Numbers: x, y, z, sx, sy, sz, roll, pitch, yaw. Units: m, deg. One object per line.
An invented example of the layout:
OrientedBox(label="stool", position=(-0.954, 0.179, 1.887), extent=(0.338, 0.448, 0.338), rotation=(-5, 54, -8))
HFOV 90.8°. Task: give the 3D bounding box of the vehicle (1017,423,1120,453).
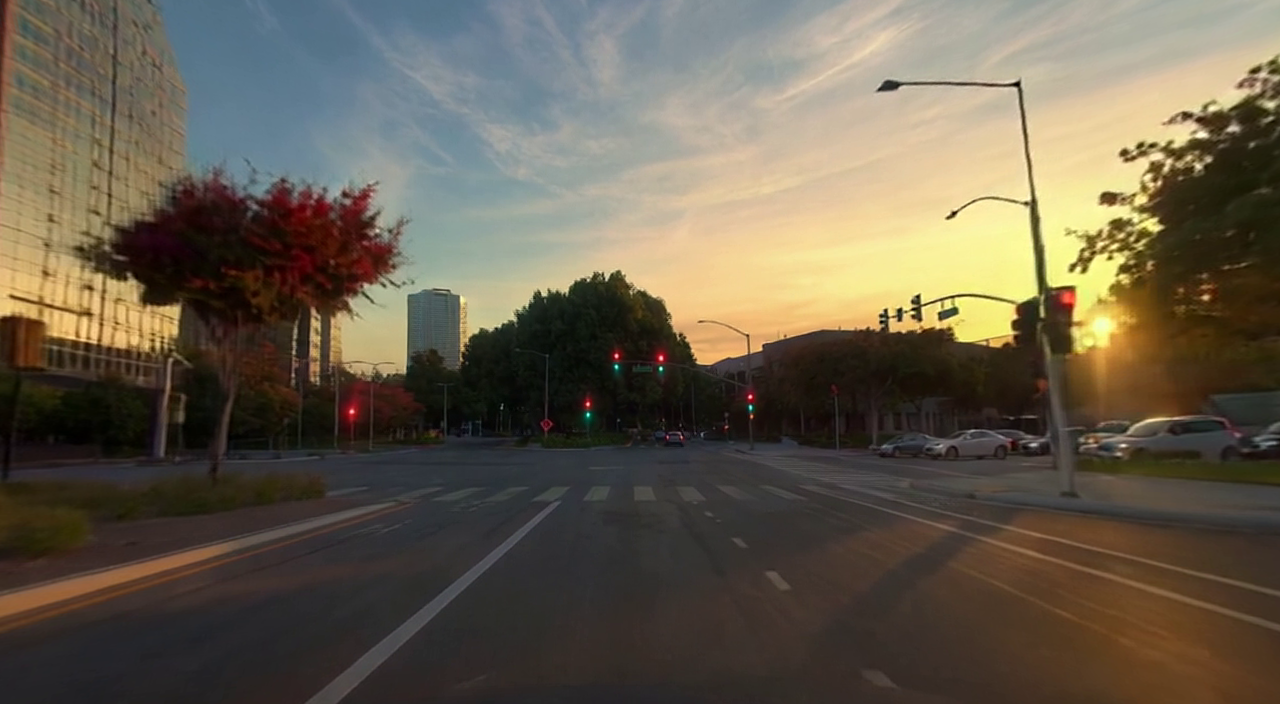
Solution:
OrientedBox(label="vehicle", position=(25.592, 5.168, 37.858), extent=(4.571, 1.698, 1.977), rotation=(-1, -8, 4))

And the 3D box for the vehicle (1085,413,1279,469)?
OrientedBox(label="vehicle", position=(19.455, 3.200, 22.753), extent=(5.212, 1.864, 2.044), rotation=(0, -8, 0))

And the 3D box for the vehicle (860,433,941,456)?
OrientedBox(label="vehicle", position=(15.381, 5.484, 37.447), extent=(4.046, 1.306, 1.719), rotation=(-1, -8, 4))

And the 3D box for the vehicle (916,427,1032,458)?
OrientedBox(label="vehicle", position=(17.267, 4.687, 32.817), extent=(4.916, 1.504, 1.846), rotation=(0, -8, -1))
